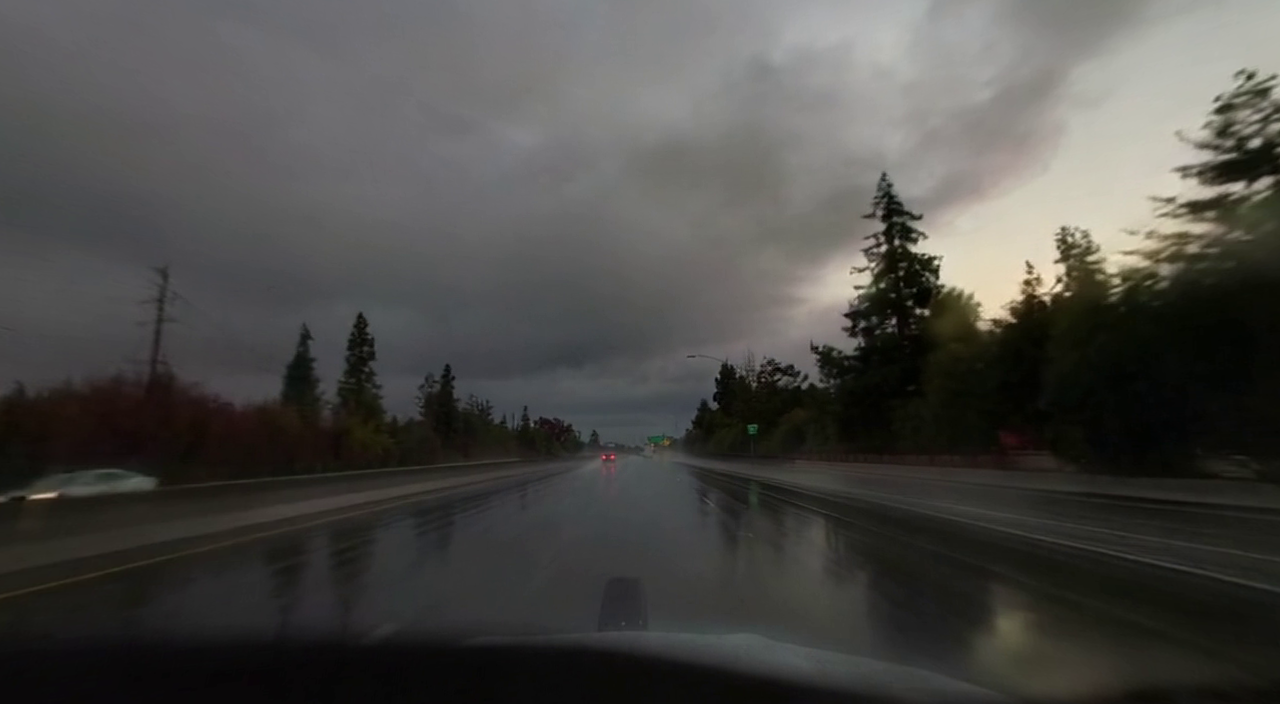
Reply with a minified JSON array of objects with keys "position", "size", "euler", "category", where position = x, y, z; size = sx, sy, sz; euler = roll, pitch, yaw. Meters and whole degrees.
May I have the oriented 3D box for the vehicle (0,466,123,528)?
[{"position":[-16.604,3.866,17.126],"size":[1.769,1.419,3.896],"euler":[0,-9,0],"category":"vehicle"}]
